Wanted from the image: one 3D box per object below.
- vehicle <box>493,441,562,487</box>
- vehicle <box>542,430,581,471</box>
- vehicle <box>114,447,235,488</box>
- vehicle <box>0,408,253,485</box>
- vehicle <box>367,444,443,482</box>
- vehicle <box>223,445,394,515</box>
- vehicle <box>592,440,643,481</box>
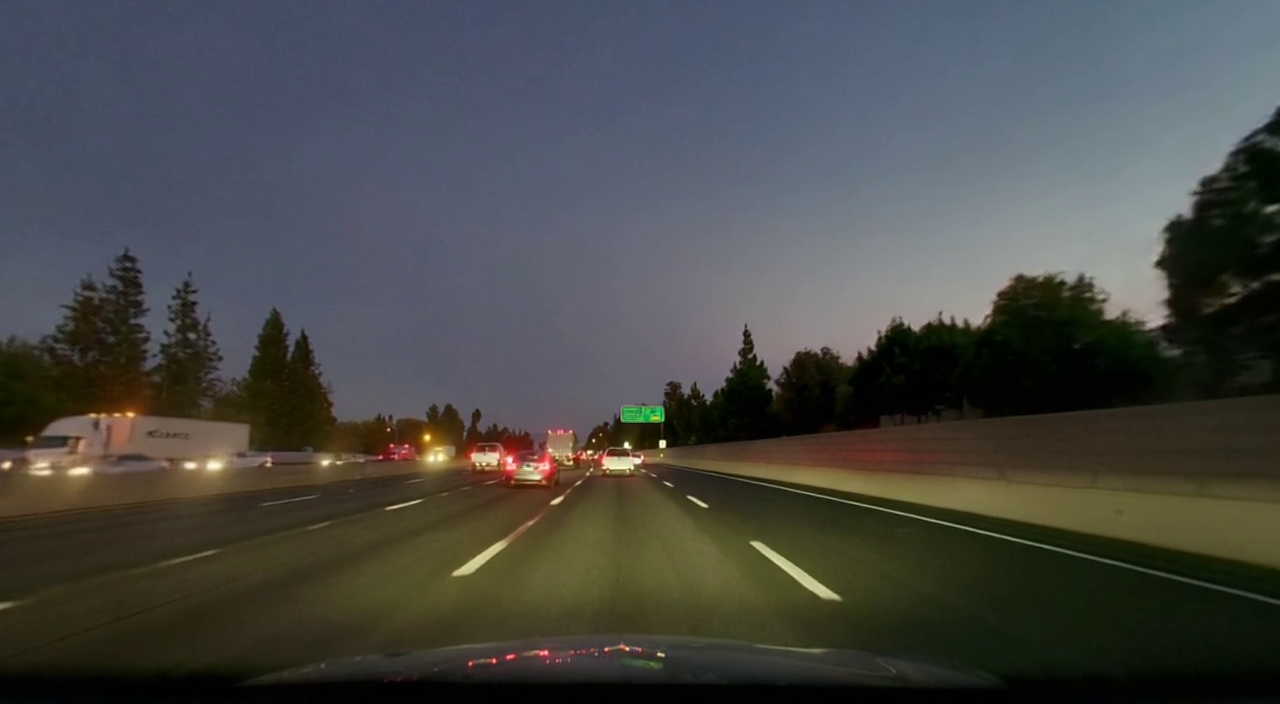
[{"bbox_3d":[-4.307,4.320,24.737,2.005,1.631,4.295,0,-8,-1],"label":"vehicle"},{"bbox_3d":[-5.530,7.017,45.102,2.279,2.672,5.256,0,-8,-2],"label":"vehicle"},{"bbox_3d":[-20.134,4.972,27.575,1.934,1.609,4.619,0,-8,-3],"label":"vehicle"},{"bbox_3d":[-24.305,4.627,31.129,3.003,2.982,12.570,0,-8,-3],"label":"vehicle"},{"bbox_3d":[-11.998,5.674,32.650,2.079,1.807,5.187,0,-8,-2],"label":"vehicle"},{"bbox_3d":[-7.998,3.074,15.791,1.896,1.465,4.399,0,-8,0],"label":"vehicle"},{"bbox_3d":[-1.026,4.753,28.026,2.092,1.671,3.772,0,-8,-3],"label":"vehicle"}]
